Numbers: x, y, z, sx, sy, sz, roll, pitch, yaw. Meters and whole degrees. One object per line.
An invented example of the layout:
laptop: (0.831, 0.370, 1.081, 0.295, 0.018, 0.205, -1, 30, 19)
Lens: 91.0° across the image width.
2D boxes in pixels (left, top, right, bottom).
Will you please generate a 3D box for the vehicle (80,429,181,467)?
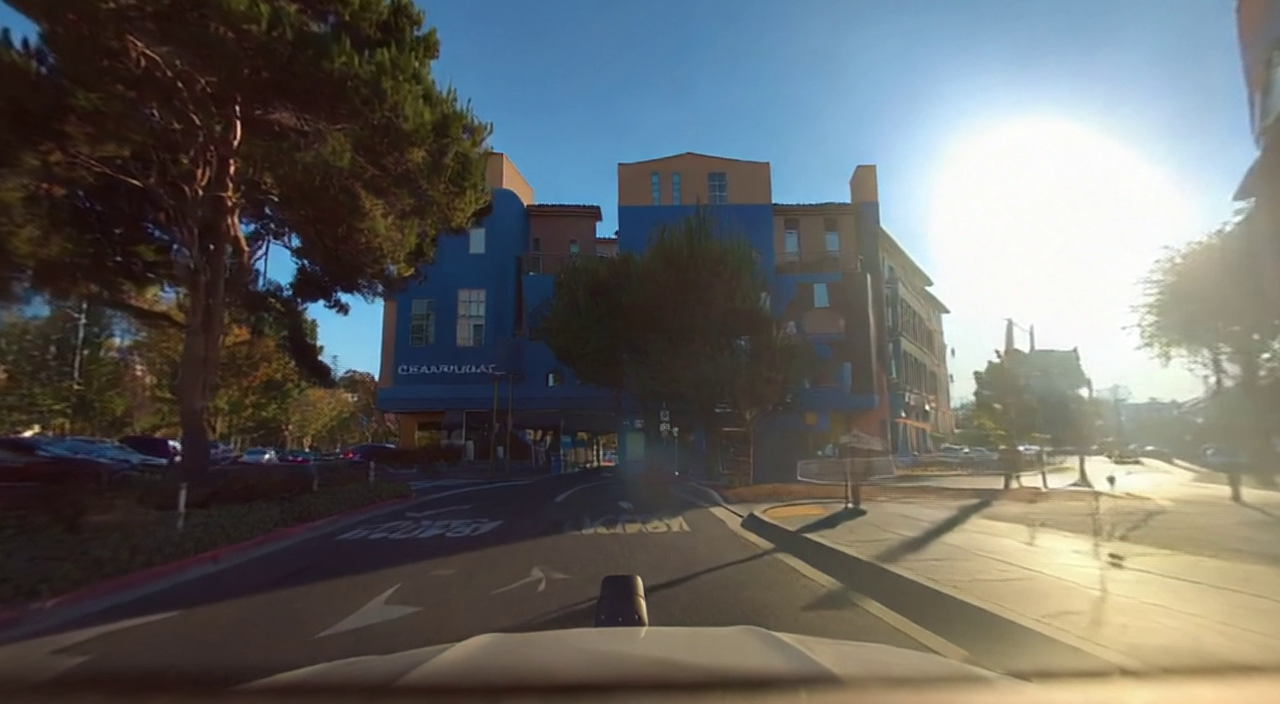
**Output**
vehicle: (-23.513, 4.519, 29.257, 1.675, 1.587, 3.980, -1, -11, -6)

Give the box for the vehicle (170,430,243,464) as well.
vehicle: (-26.795, 5.831, 39.049, 1.870, 1.563, 4.039, 7, -4, -7)

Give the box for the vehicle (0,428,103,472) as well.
vehicle: (-23.124, 3.733, 24.118, 1.838, 1.518, 4.074, 0, -7, -7)
